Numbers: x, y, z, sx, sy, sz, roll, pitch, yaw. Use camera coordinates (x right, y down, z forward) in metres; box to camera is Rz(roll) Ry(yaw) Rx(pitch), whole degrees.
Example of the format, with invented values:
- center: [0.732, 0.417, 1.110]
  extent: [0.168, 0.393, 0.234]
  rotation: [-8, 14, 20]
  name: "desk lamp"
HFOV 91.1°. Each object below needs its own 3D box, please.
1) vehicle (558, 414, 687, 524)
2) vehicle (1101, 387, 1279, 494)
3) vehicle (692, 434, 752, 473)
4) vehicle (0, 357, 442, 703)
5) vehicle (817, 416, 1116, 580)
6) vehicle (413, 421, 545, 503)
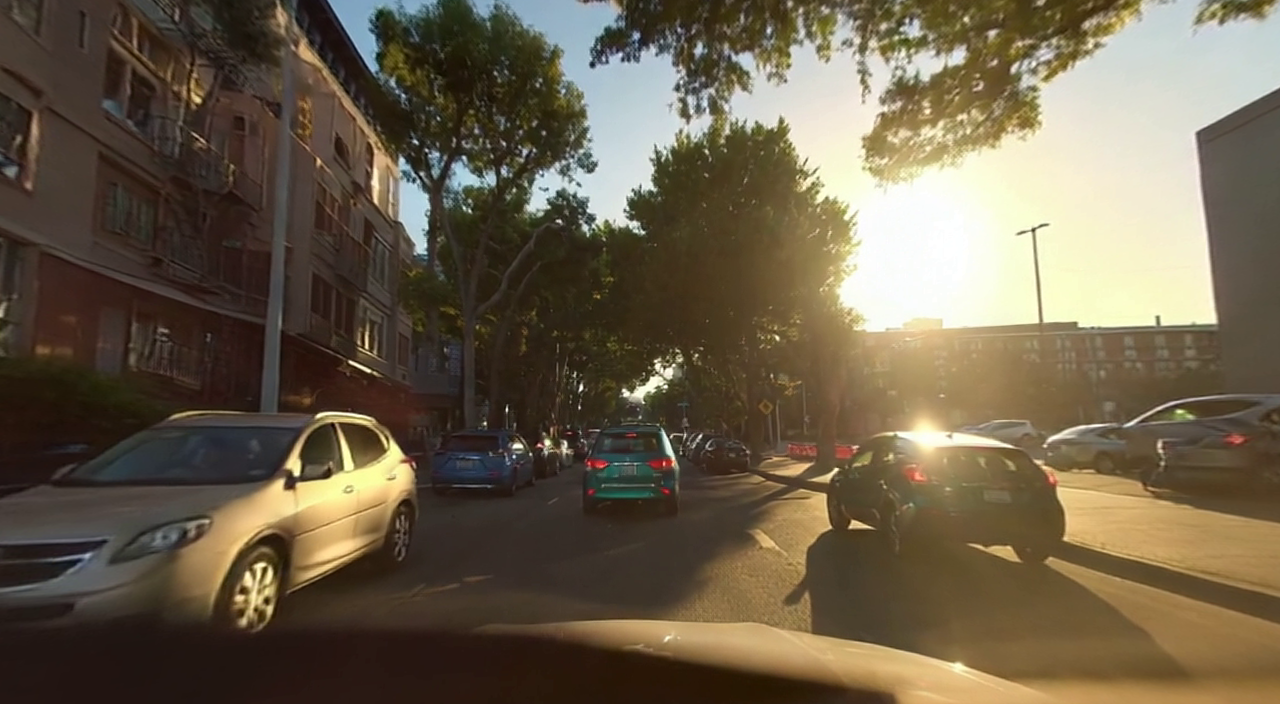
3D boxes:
- center: [-0.238, 2.142, 11.964]
  extent: [2.022, 1.700, 4.084]
  rotation: [0, -8, 1]
  name: "vehicle"
- center: [12.523, 1.762, 12.524]
  extent: [4.991, 1.978, 2.090]
  rotation: [-8, -11, 43]
  name: "vehicle"
- center: [3.367, 4.258, 26.481]
  extent: [1.948, 1.475, 4.093]
  rotation: [0, -8, 0]
  name: "vehicle"
- center: [-3.427, 1.186, 5.221]
  extent: [2.047, 1.710, 4.314]
  rotation: [0, -8, 1]
  name: "vehicle"
- center: [3.701, 1.690, 8.052]
  extent: [1.847, 1.554, 3.885]
  rotation: [0, -8, 2]
  name: "vehicle"
- center: [-3.714, 2.634, 15.403]
  extent: [2.012, 1.701, 4.316]
  rotation: [0, -8, 1]
  name: "vehicle"
